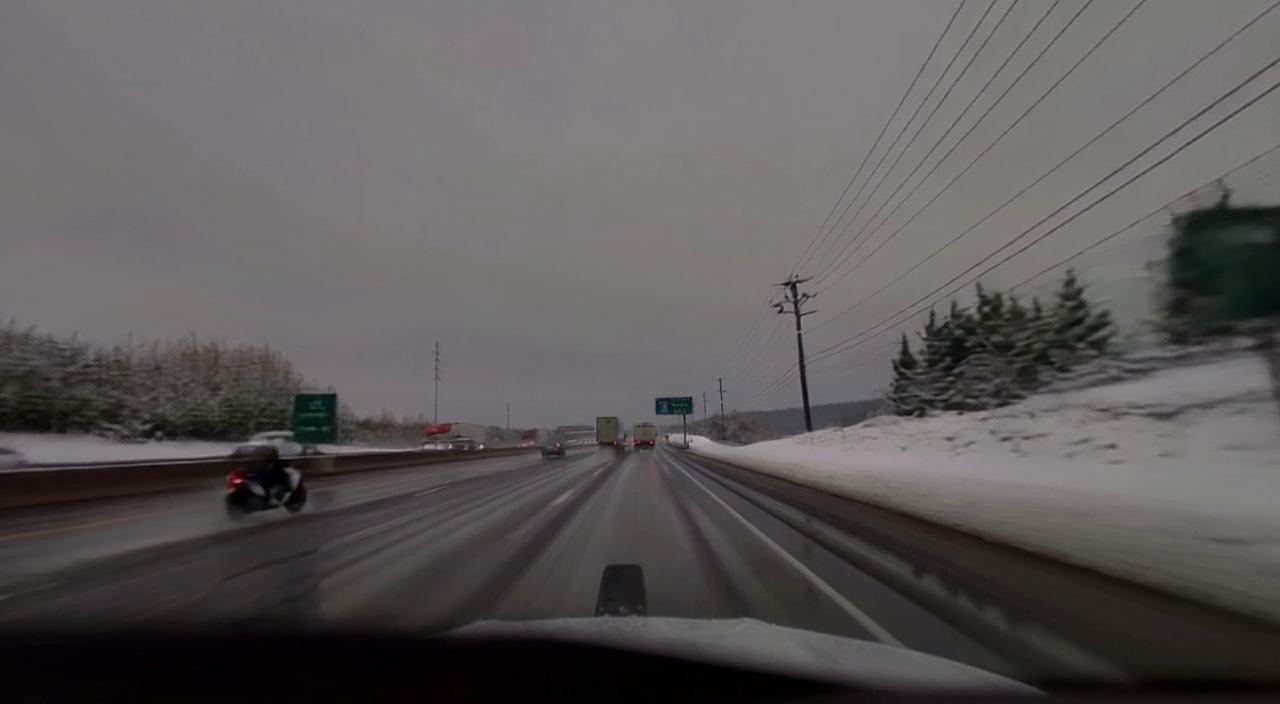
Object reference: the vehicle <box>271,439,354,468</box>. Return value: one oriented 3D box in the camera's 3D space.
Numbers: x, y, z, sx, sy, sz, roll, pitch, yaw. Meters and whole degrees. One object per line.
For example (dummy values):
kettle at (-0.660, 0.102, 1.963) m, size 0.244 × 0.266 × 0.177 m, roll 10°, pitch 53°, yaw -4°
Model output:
vehicle at (-17.412, 5.413, 33.800) m, size 2.060 × 1.463 × 4.385 m, roll 0°, pitch -8°, yaw 1°

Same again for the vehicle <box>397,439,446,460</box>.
vehicle at (-16.886, 7.542, 49.041) m, size 2.008 × 1.534 × 4.910 m, roll 0°, pitch -8°, yaw 1°

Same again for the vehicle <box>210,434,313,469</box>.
vehicle at (-21.138, 5.585, 35.612) m, size 2.165 × 1.796 × 5.831 m, roll 0°, pitch -8°, yaw 1°
